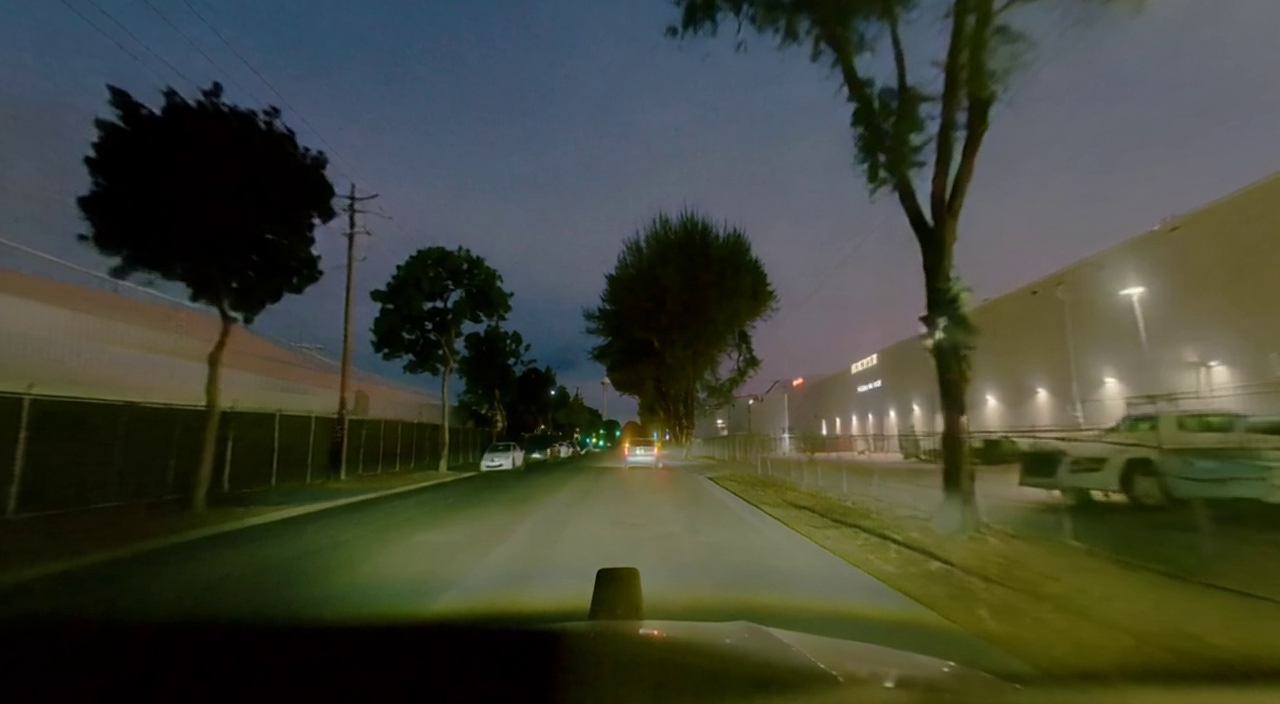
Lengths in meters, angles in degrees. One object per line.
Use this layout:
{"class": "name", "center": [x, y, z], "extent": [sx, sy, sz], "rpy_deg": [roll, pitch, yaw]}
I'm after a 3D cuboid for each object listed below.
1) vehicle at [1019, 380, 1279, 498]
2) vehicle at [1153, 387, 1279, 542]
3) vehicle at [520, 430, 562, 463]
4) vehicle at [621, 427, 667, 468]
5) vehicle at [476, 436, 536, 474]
{"class": "vehicle", "center": [9.586, 1.469, 10.713], "extent": [4.910, 1.786, 2.124], "rpy_deg": [0, -8, -2]}
{"class": "vehicle", "center": [8.629, 1.047, 6.629], "extent": [4.616, 1.500, 1.963], "rpy_deg": [-4, -11, -1]}
{"class": "vehicle", "center": [-6.668, 6.471, 43.097], "extent": [2.005, 1.989, 4.929], "rpy_deg": [-3, -9, 0]}
{"class": "vehicle", "center": [0.173, 4.737, 31.558], "extent": [2.152, 1.874, 4.042], "rpy_deg": [0, -8, 0]}
{"class": "vehicle", "center": [-6.119, 4.753, 29.144], "extent": [1.938, 1.500, 4.130], "rpy_deg": [-3, -10, -2]}
